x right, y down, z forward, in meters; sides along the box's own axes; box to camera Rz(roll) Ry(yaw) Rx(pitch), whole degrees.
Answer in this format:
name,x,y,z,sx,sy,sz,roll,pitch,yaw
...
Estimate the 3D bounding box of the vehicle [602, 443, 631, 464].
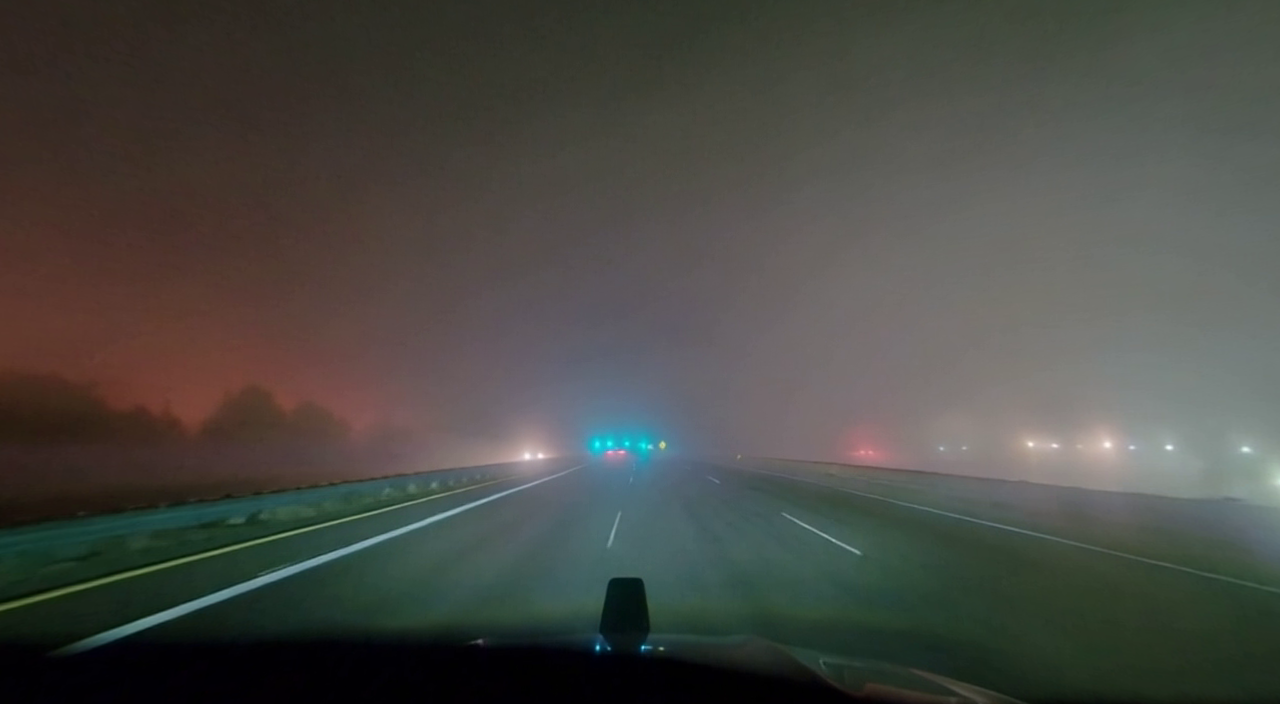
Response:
name,x,y,z,sx,sy,sz,roll,pitch,yaw
vehicle,-1.744,7.655,47.674,2.050,1.530,4.144,0,-8,0
